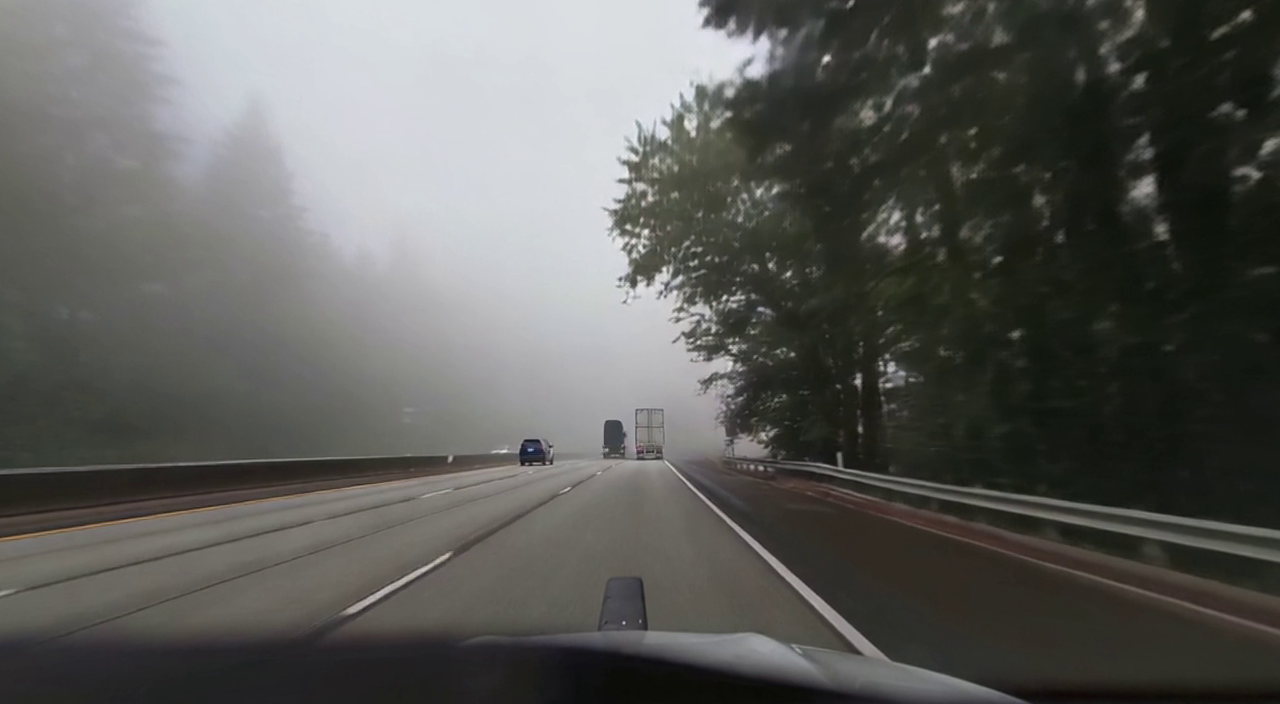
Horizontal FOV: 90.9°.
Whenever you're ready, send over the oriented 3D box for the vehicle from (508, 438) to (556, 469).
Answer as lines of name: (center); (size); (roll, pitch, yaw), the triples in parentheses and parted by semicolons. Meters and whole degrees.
vehicle: (-6.877, 6.521, 40.773); (2.149, 1.884, 4.627); (0, -8, 1)
